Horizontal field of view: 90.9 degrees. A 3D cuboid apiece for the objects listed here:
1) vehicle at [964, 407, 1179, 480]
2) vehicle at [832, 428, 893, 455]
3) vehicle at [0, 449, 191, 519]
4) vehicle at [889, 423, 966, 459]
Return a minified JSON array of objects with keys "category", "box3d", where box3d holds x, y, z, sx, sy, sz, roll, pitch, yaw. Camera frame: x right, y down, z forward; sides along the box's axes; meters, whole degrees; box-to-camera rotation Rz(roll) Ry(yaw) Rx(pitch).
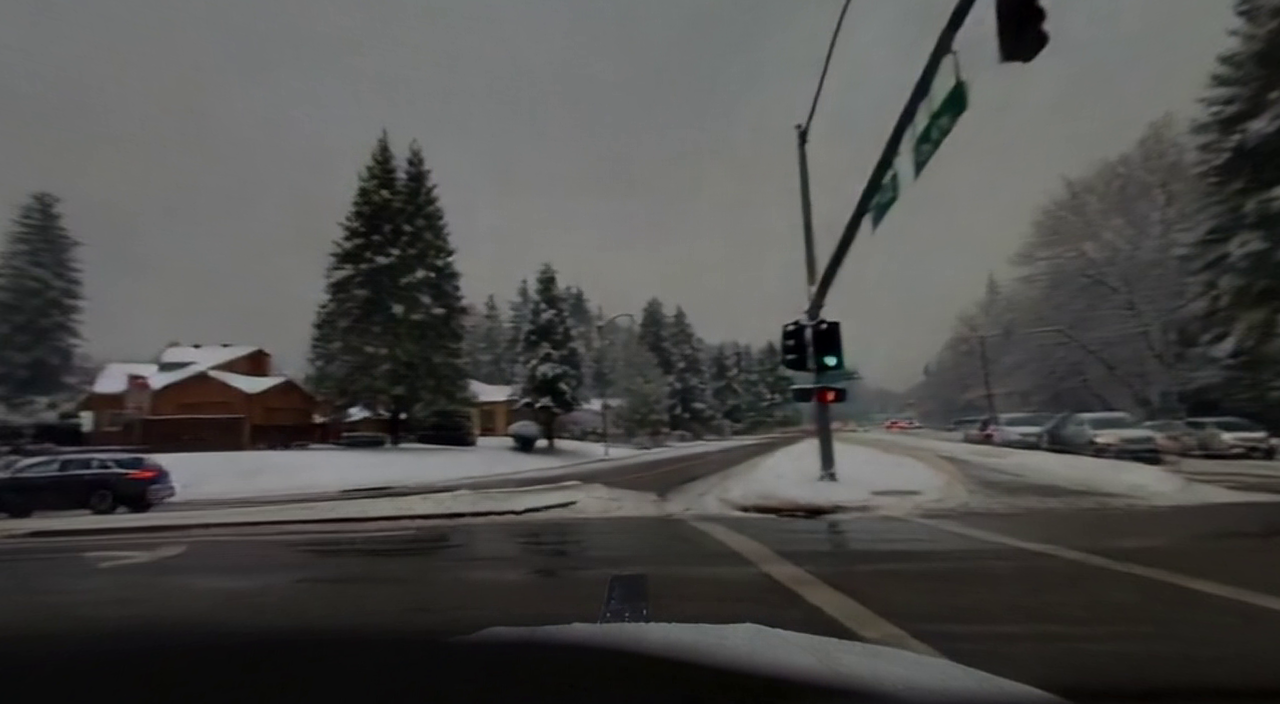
[{"category":"vehicle","box3d":[12.886,2.845,19.544,2.226,1.897,5.874,0,-9,-3]},{"category":"vehicle","box3d":[14.954,6.087,42.698,2.159,1.734,4.462,1,-9,-6]},{"category":"vehicle","box3d":[-16.286,3.728,18.184,4.995,1.798,2.102,4,-10,-26]},{"category":"vehicle","box3d":[15.929,5.000,35.242,1.963,1.850,4.651,0,-9,-2]}]
